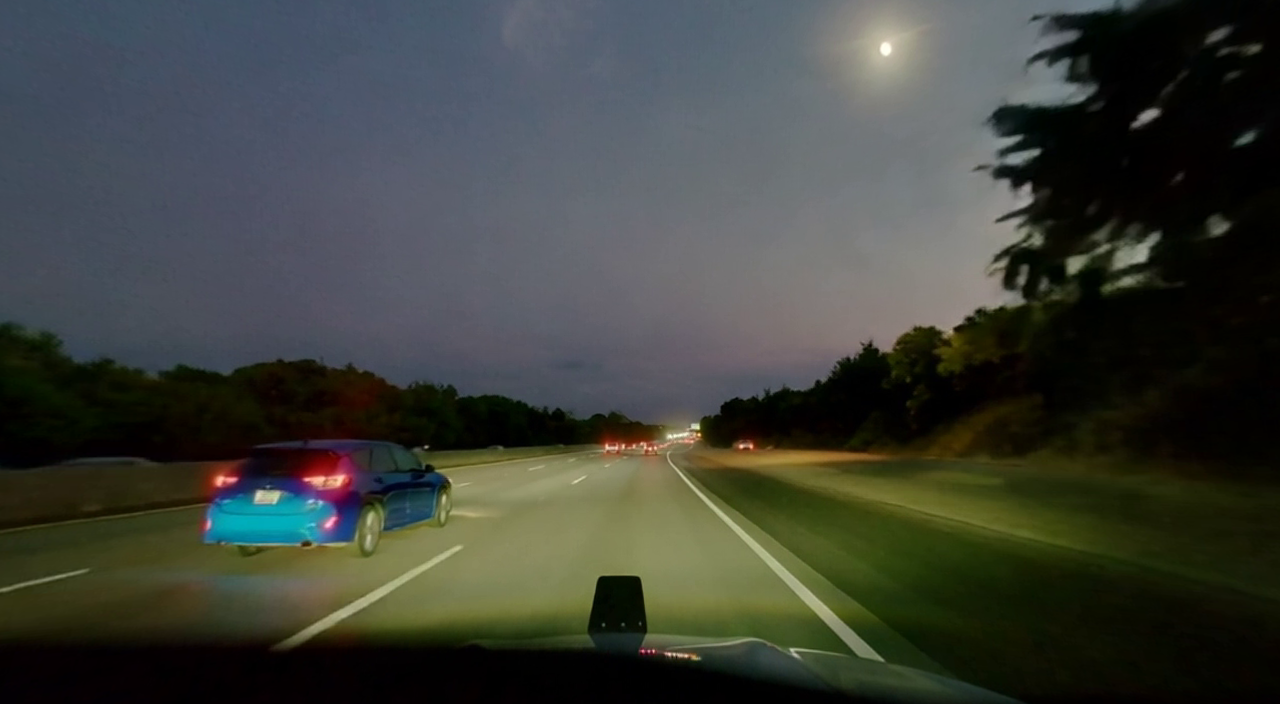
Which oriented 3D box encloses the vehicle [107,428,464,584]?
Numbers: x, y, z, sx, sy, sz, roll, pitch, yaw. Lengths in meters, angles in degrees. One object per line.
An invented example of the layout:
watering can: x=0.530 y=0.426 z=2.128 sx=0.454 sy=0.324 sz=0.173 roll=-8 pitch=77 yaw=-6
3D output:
vehicle: x=-4.003 y=1.804 z=8.271 sx=1.996 sy=1.454 sz=4.495 roll=0 pitch=-9 yaw=1
